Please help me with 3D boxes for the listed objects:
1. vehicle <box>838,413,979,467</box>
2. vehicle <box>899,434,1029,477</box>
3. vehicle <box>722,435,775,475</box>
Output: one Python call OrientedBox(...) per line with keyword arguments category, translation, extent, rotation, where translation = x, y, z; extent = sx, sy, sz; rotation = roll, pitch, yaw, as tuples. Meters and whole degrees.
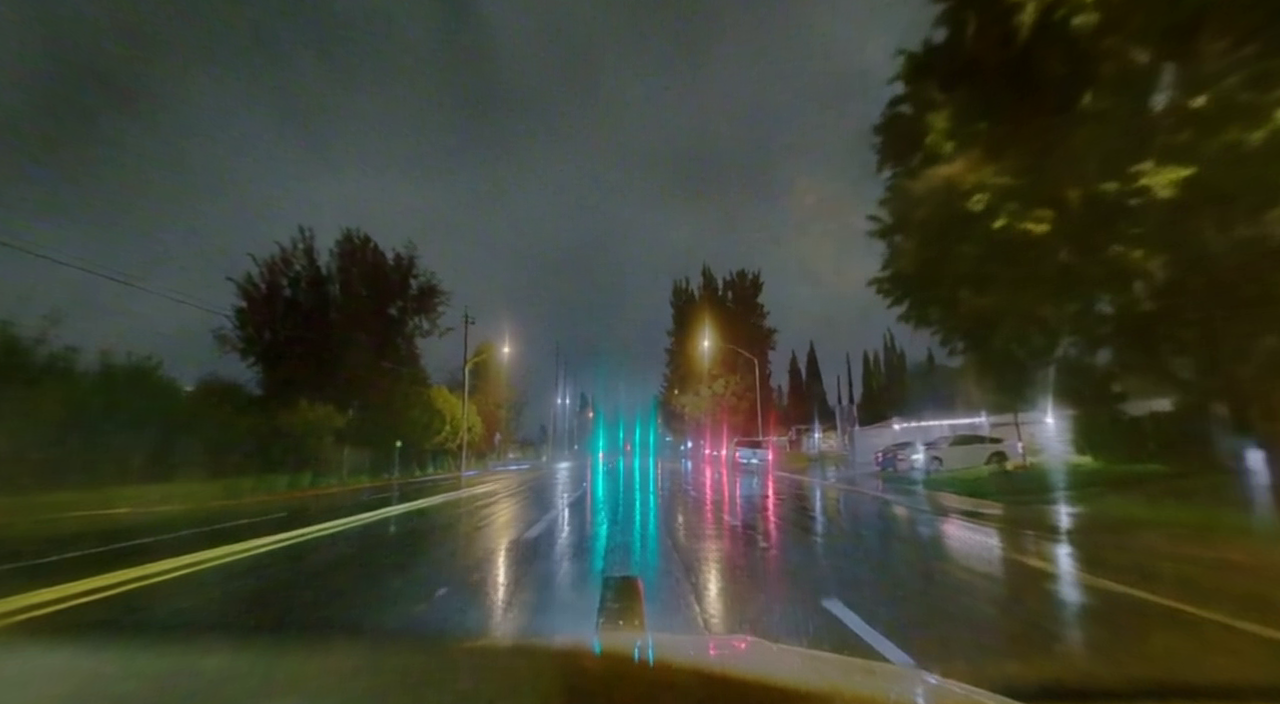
OrientedBox(category="vehicle", translation=(15.790, 5.241, 37.557), extent=(6.969, 2.929, 2.793), rotation=(-1, -9, 0))
OrientedBox(category="vehicle", translation=(14.411, 4.628, 28.330), extent=(4.637, 1.842, 2.016), rotation=(0, -9, 2))
OrientedBox(category="vehicle", translation=(6.333, 6.091, 37.532), extent=(2.275, 2.132, 5.726), rotation=(0, -9, 1))
